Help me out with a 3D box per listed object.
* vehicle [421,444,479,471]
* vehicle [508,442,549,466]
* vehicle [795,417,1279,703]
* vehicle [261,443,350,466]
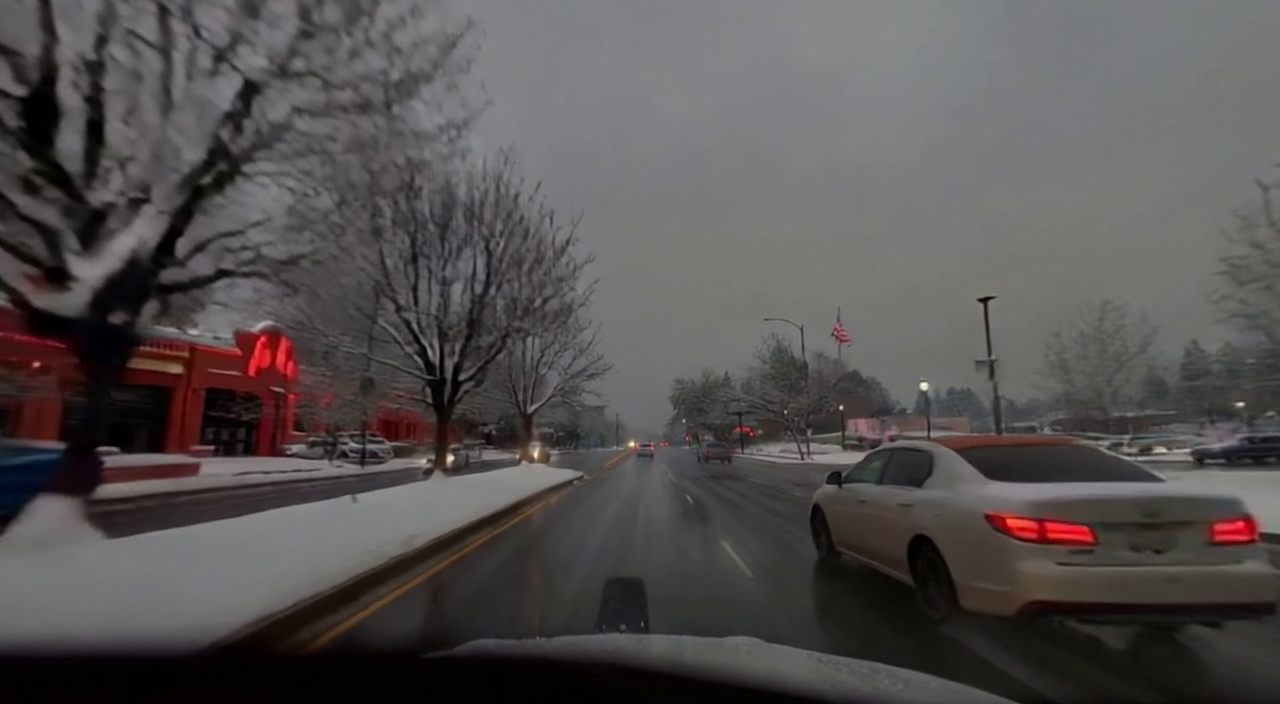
[{"bbox_3d":[-11.340,6.323,37.942,1.938,1.487,4.623,0,-8,1],"label":"vehicle"},{"bbox_3d":[-7.597,6.981,43.257,1.904,1.501,4.313,0,-8,2],"label":"vehicle"},{"bbox_3d":[3.014,1.417,5.499,2.091,1.472,4.697,0,-8,0],"label":"vehicle"},{"bbox_3d":[-23.156,7.121,43.817,4.980,1.521,2.089,0,-8,0],"label":"vehicle"}]
